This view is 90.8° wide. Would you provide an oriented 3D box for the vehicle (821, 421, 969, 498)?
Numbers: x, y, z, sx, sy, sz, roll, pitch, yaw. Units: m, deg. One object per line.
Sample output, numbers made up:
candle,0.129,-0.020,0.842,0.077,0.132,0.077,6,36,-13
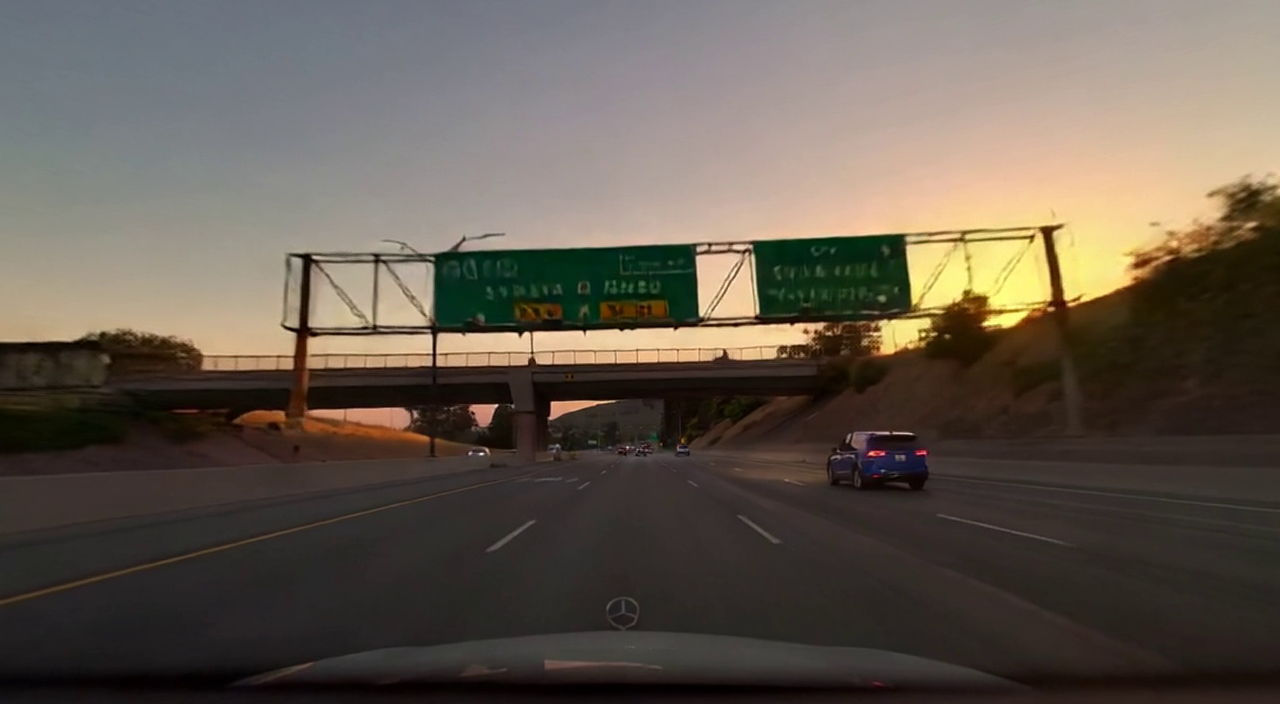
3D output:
vehicle,7.095,3.059,18.251,2.222,1.899,4.595,0,-9,-1
